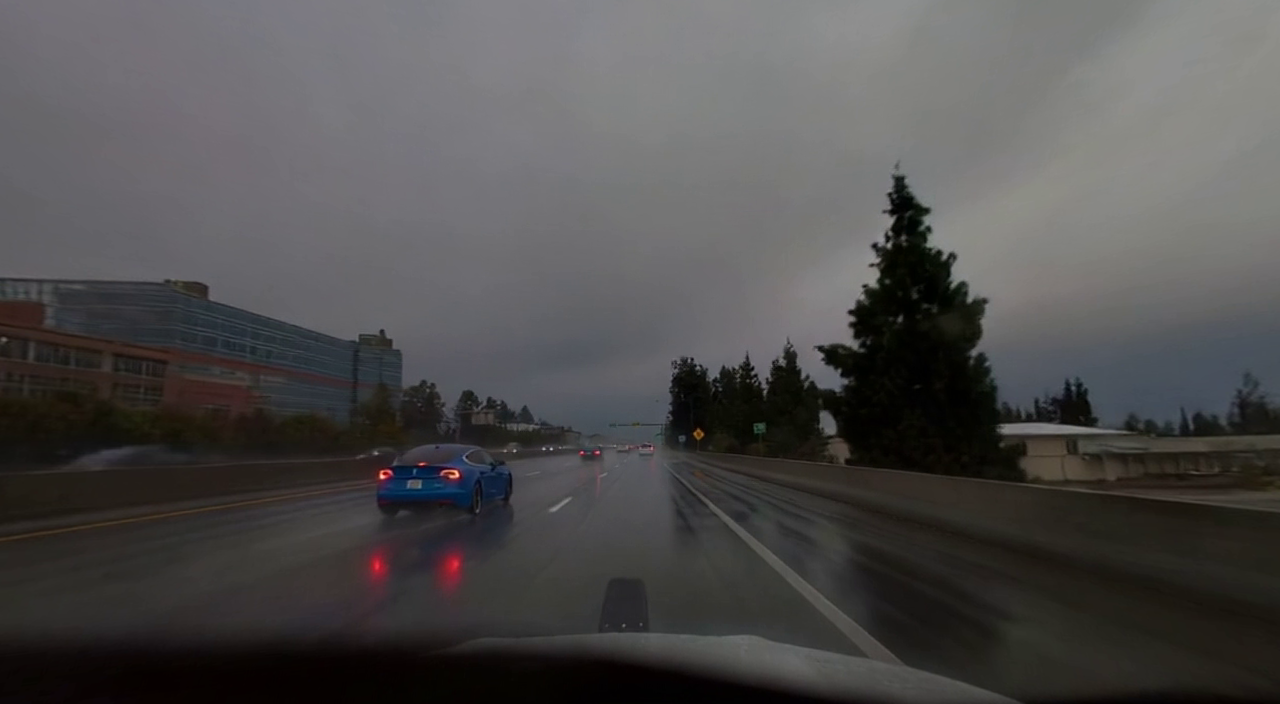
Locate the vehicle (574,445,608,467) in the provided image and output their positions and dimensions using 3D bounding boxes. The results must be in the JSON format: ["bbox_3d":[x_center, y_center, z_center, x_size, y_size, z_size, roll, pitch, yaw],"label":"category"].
[{"bbox_3d":[-3.330,7.163,43.732,1.926,1.464,4.186,0,-8,1],"label":"vehicle"}]

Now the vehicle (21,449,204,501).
[{"bbox_3d":[-17.083,3.950,20.827,1.937,1.470,4.729,0,-8,0],"label":"vehicle"}]

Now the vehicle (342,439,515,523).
[{"bbox_3d":[-4.178,2.603,13.370,2.083,1.471,4.350,0,-8,1],"label":"vehicle"}]
